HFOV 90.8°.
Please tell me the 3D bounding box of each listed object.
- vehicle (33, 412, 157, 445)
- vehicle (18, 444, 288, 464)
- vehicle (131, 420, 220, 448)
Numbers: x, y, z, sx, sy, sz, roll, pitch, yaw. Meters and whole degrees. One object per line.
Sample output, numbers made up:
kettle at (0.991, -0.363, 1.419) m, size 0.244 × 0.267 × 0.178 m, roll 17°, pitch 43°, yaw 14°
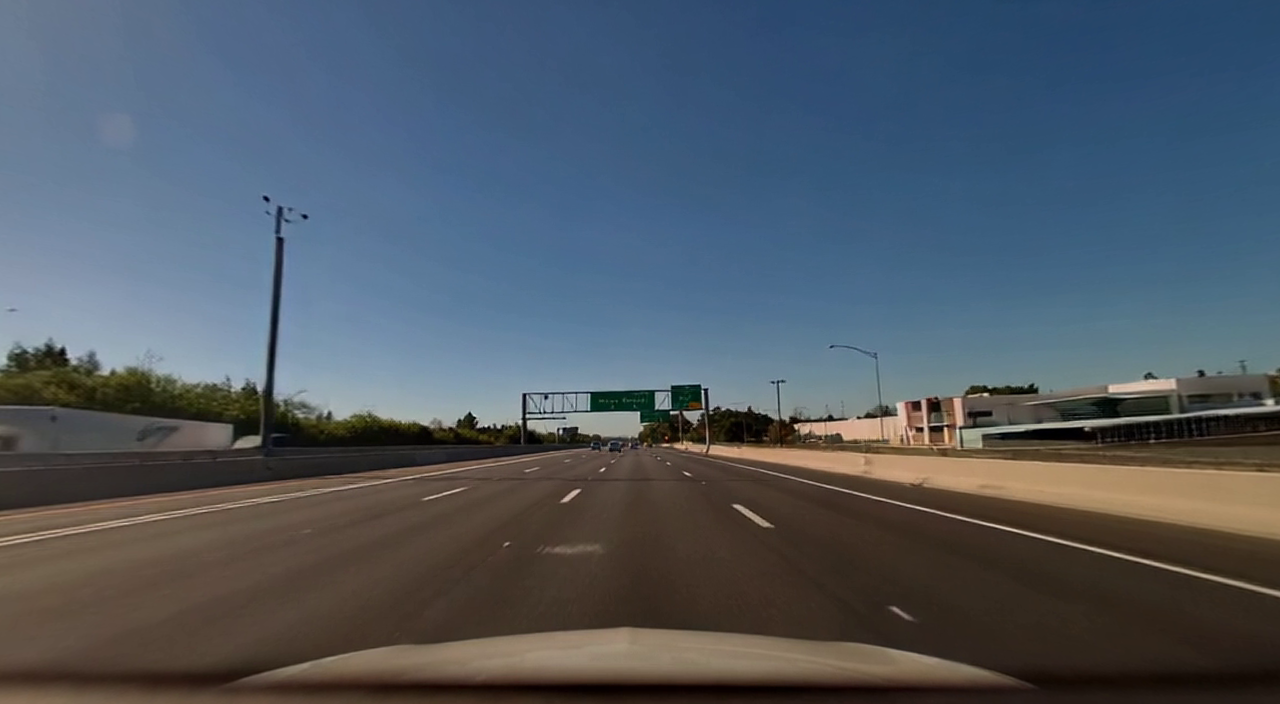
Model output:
vehicle at (-28.342, 4.066, 33.107) m, size 1.992 × 1.615 × 4.988 m, roll 0°, pitch -8°, yaw 1°
vehicle at (-28.563, 6.255, 39.720) m, size 2.698 × 0.740 × 19.161 m, roll 0°, pitch -8°, yaw -1°
vehicle at (-28.511, 5.074, 39.006) m, size 1.903 × 1.592 × 4.748 m, roll 0°, pitch -8°, yaw 0°
